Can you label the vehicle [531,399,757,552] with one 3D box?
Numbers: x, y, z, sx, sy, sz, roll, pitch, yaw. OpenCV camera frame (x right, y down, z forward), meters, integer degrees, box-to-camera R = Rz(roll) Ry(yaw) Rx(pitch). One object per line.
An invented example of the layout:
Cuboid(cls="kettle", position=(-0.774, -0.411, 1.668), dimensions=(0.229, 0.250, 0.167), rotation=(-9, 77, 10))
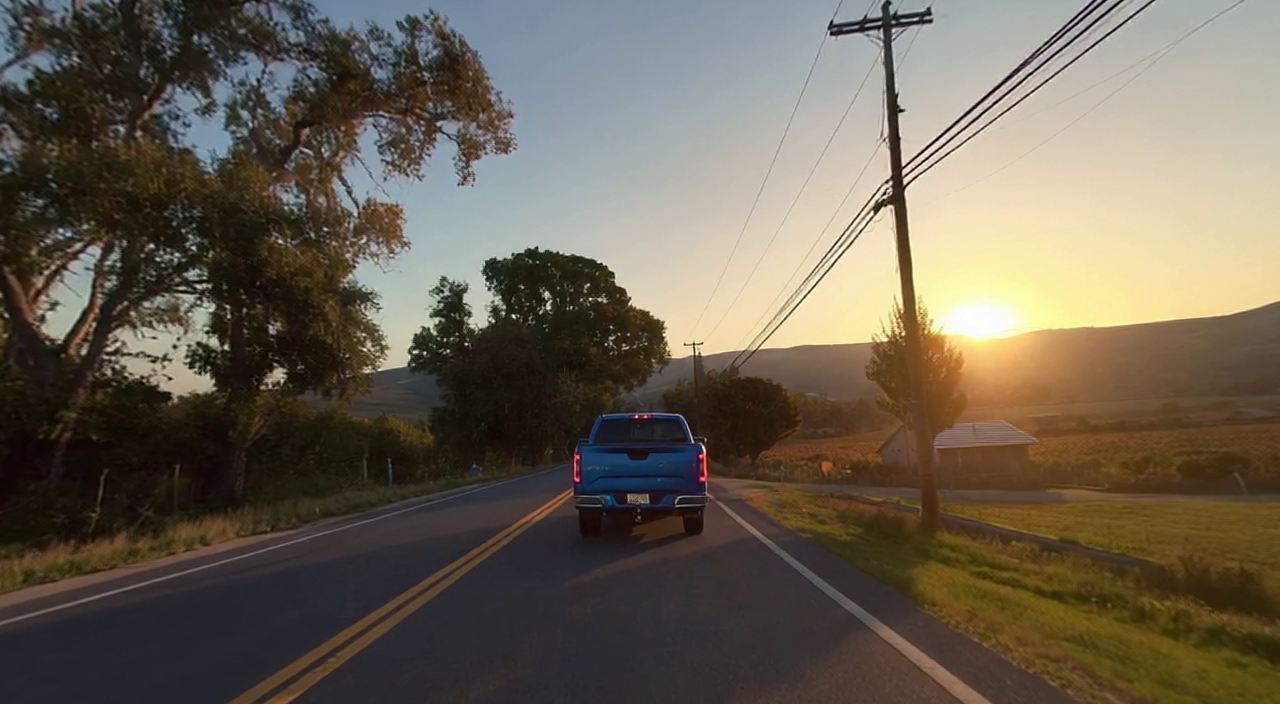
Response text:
Cuboid(cls="vehicle", position=(0.015, 1.958, 10.794), dimensions=(2.774, 1.861, 5.885), rotation=(0, -8, -1))
